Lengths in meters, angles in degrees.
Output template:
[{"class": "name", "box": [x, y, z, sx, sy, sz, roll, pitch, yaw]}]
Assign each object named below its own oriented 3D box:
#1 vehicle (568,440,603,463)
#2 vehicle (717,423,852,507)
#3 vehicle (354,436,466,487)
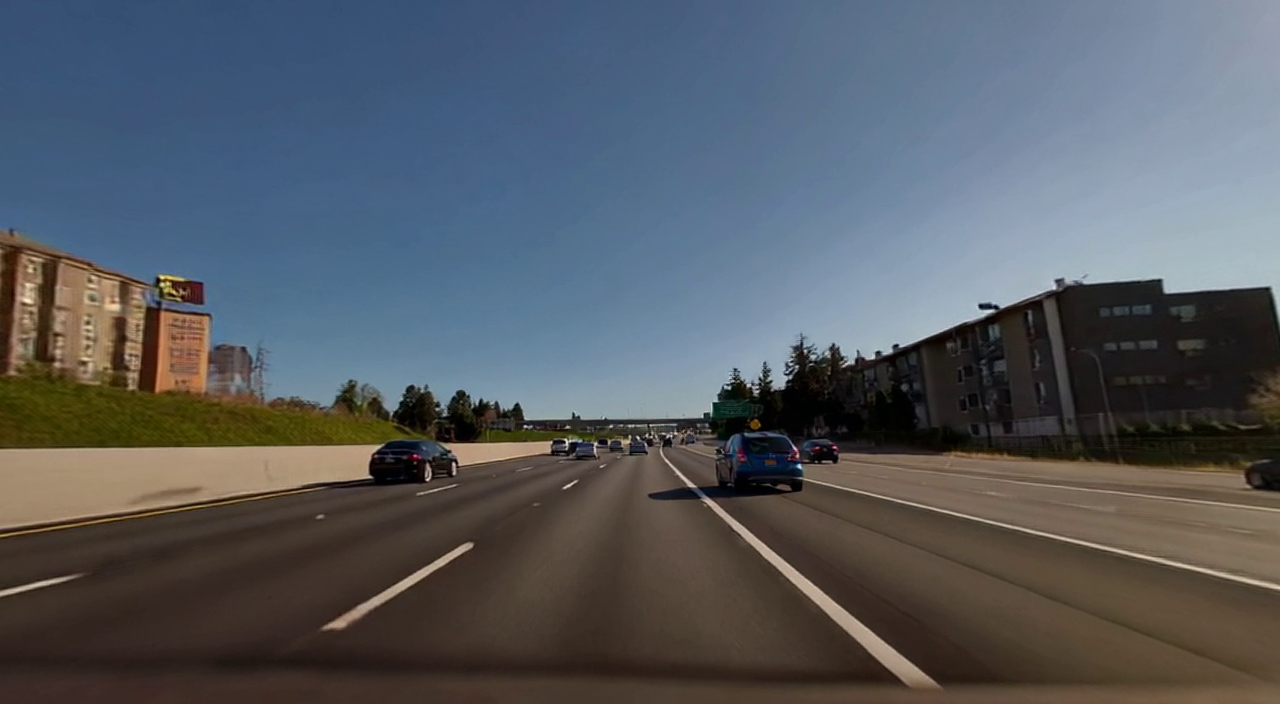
[{"class": "vehicle", "box": [-3.682, 6.830, 43.430, 2.002, 1.466, 4.378, 0, -9, 0]}, {"class": "vehicle", "box": [3.181, 2.608, 14.972, 2.080, 1.694, 4.286, 0, -9, -1]}, {"class": "vehicle", "box": [-7.565, 3.640, 21.325, 2.021, 1.496, 4.495, 0, -9, 1]}]
